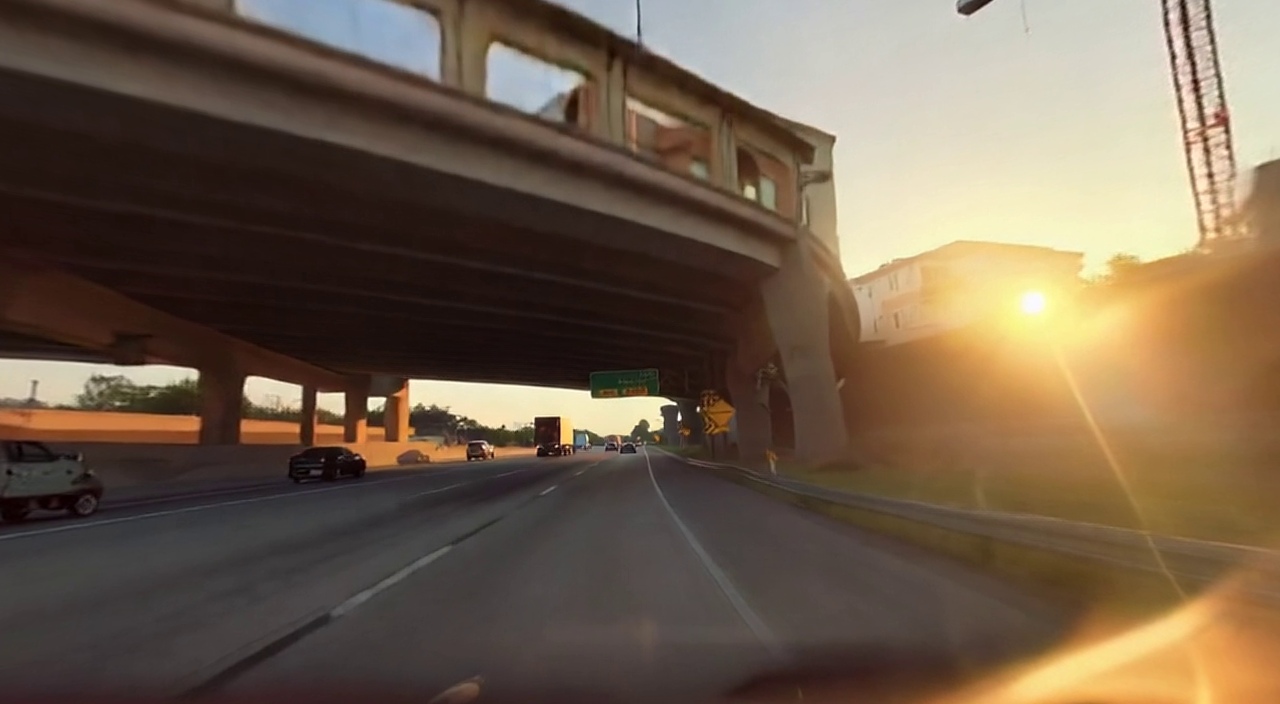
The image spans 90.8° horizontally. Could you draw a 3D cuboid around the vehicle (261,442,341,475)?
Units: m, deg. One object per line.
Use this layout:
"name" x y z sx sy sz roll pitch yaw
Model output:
"vehicle" -18.982 5.947 35.624 1.932 1.752 4.541 0 -8 0
